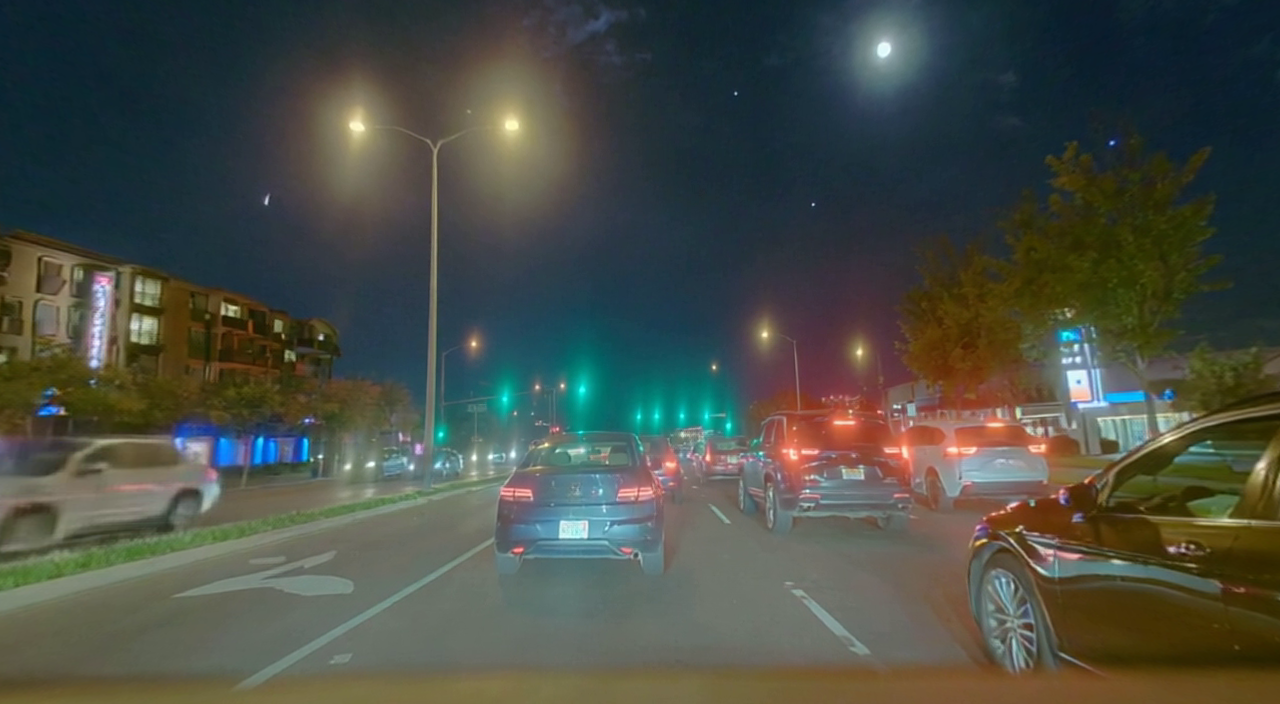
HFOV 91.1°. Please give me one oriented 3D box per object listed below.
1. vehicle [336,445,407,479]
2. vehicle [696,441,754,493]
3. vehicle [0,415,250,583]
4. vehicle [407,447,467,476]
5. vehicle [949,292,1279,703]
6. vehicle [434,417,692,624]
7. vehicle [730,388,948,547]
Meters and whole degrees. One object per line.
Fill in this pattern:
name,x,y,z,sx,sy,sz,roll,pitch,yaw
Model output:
vehicle,-15.999,6.550,37.691,2.077,1.925,4.626,0,-9,1
vehicle,2.956,4.067,22.656,1.518,1.650,4.408,0,-9,1
vehicle,-8.717,2.062,9.520,2.111,2.002,5.330,0,-9,1
vehicle,-12.401,6.701,38.673,2.005,1.660,4.676,0,-9,2
vehicle,3.163,0.791,2.134,1.982,1.960,4.427,0,-9,1
vehicle,-0.597,1.679,7.225,2.111,1.676,4.018,0,-8,1
vehicle,3.540,2.244,12.843,2.516,2.481,5.766,0,-8,0
